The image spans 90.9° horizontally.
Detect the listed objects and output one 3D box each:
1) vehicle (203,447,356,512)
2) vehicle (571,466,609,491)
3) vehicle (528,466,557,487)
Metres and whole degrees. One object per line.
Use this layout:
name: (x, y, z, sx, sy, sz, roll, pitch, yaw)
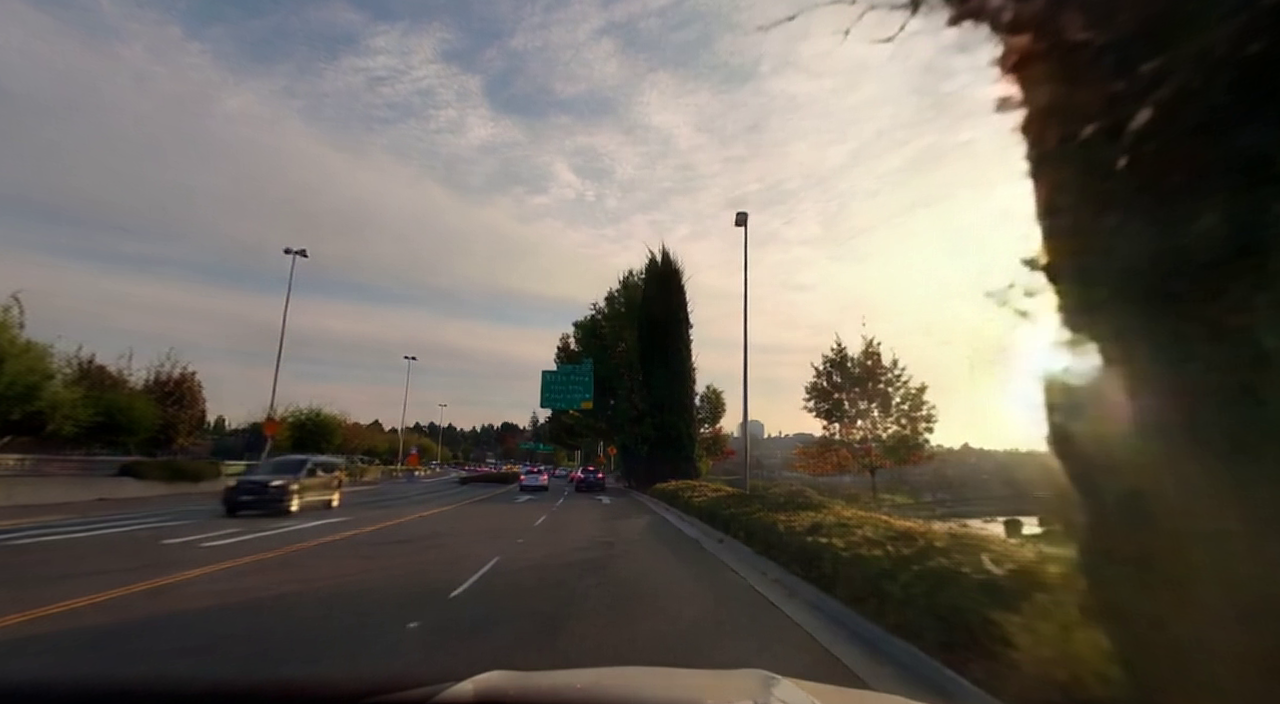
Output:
vehicle: (-10.703, 3.844, 19.202, 2.183, 1.665, 4.498, 2, -10, -4)
vehicle: (-3.336, 8.232, 41.130, 2.129, 1.471, 4.258, 3, -10, -8)
vehicle: (-7.458, 9.473, 48.226, 2.030, 1.441, 4.806, 3, -10, -8)
